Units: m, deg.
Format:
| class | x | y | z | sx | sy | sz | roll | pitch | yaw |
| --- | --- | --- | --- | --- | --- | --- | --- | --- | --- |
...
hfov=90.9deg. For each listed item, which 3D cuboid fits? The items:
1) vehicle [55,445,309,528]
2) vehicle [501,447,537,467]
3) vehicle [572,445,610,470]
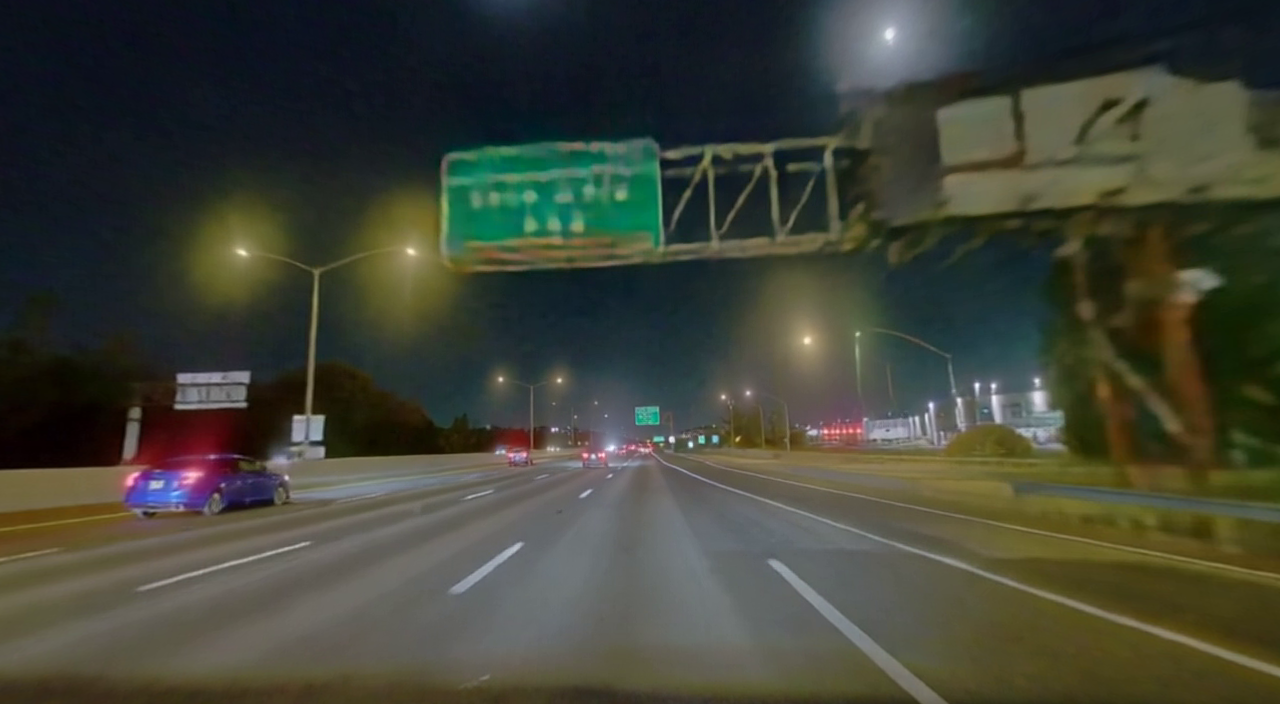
| class | x | y | z | sx | sy | sz | roll | pitch | yaw |
| --- | --- | --- | --- | --- | --- | --- | --- | --- | --- |
| vehicle | -9.824 | 2.862 | 14.195 | 2.002 | 1.526 | 4.822 | 0 | -8 | 2 |
| vehicle | -9.393 | 8.160 | 49.115 | 1.930 | 1.490 | 3.955 | 0 | -8 | 1 |
| vehicle | -3.053 | 6.693 | 40.136 | 2.050 | 1.479 | 4.342 | 0 | -8 | 1 |
